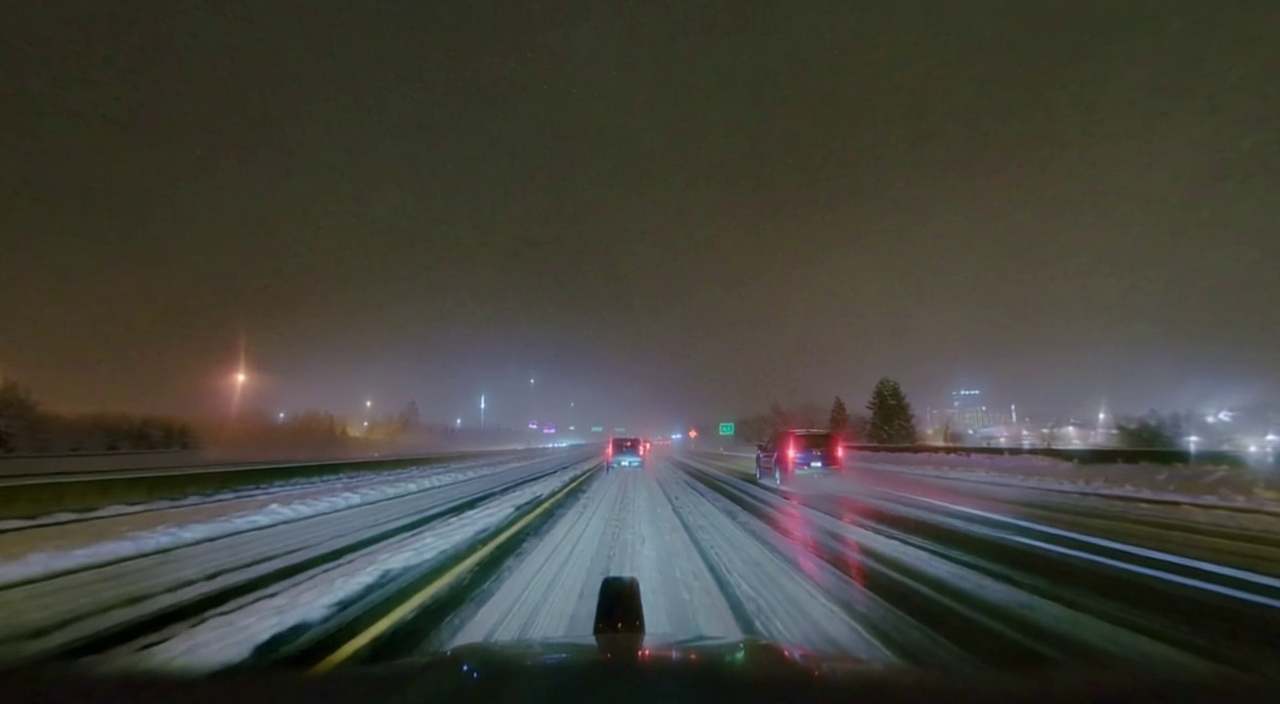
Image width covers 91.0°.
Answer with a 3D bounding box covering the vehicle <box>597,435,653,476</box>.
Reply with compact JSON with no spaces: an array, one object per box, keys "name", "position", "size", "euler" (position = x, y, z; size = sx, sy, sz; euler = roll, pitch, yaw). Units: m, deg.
[{"name":"vehicle","position":[-0.577,4.268,26.157],"size":[2.147,1.576,3.964],"euler":[0,-8,0]}]
